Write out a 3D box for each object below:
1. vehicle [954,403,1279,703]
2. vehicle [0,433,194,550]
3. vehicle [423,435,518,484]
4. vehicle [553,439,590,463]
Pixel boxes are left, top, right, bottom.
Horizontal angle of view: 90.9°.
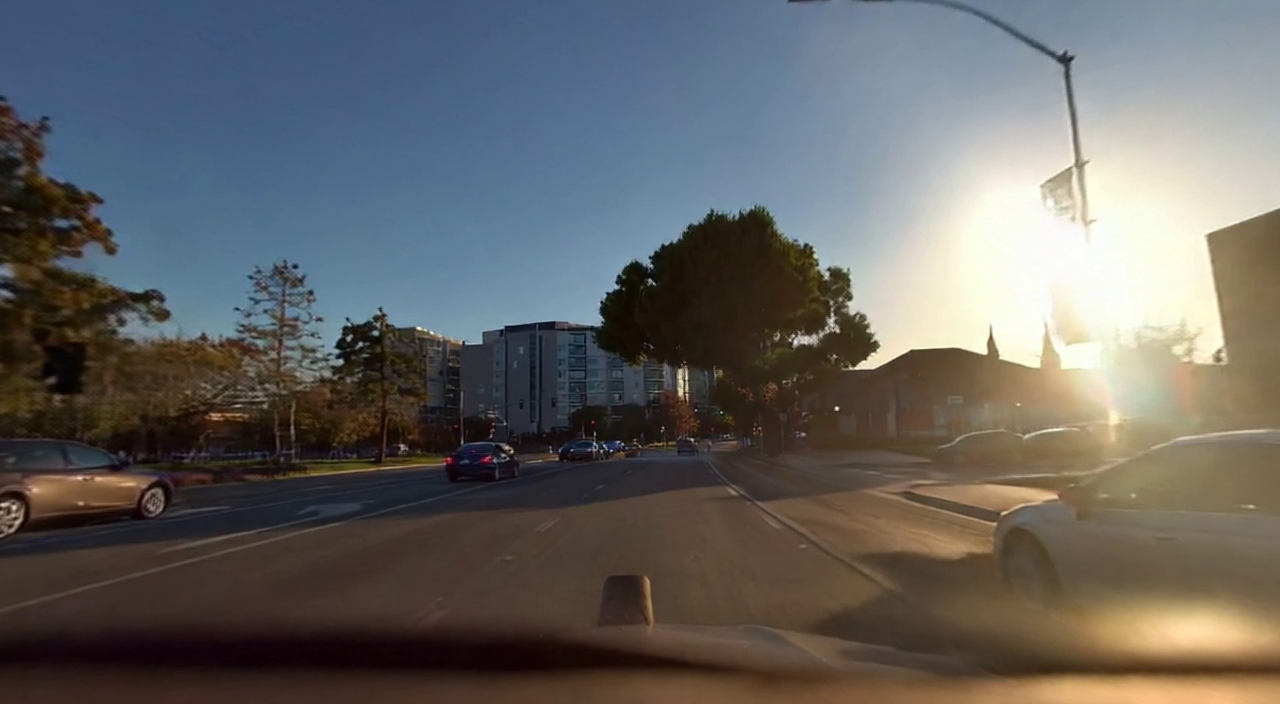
[{"bbox_3d":[3.852,1.062,3.353,2.003,1.494,4.705,0,-8,1],"label":"vehicle"},{"bbox_3d":[-9.595,2.086,9.874,1.951,1.554,4.444,0,-8,0],"label":"vehicle"},{"bbox_3d":[-6.037,3.887,23.045,1.988,1.597,4.404,-1,-8,4],"label":"vehicle"},{"bbox_3d":[-4.766,6.966,44.332,1.870,1.616,3.765,-1,-9,6],"label":"vehicle"}]
